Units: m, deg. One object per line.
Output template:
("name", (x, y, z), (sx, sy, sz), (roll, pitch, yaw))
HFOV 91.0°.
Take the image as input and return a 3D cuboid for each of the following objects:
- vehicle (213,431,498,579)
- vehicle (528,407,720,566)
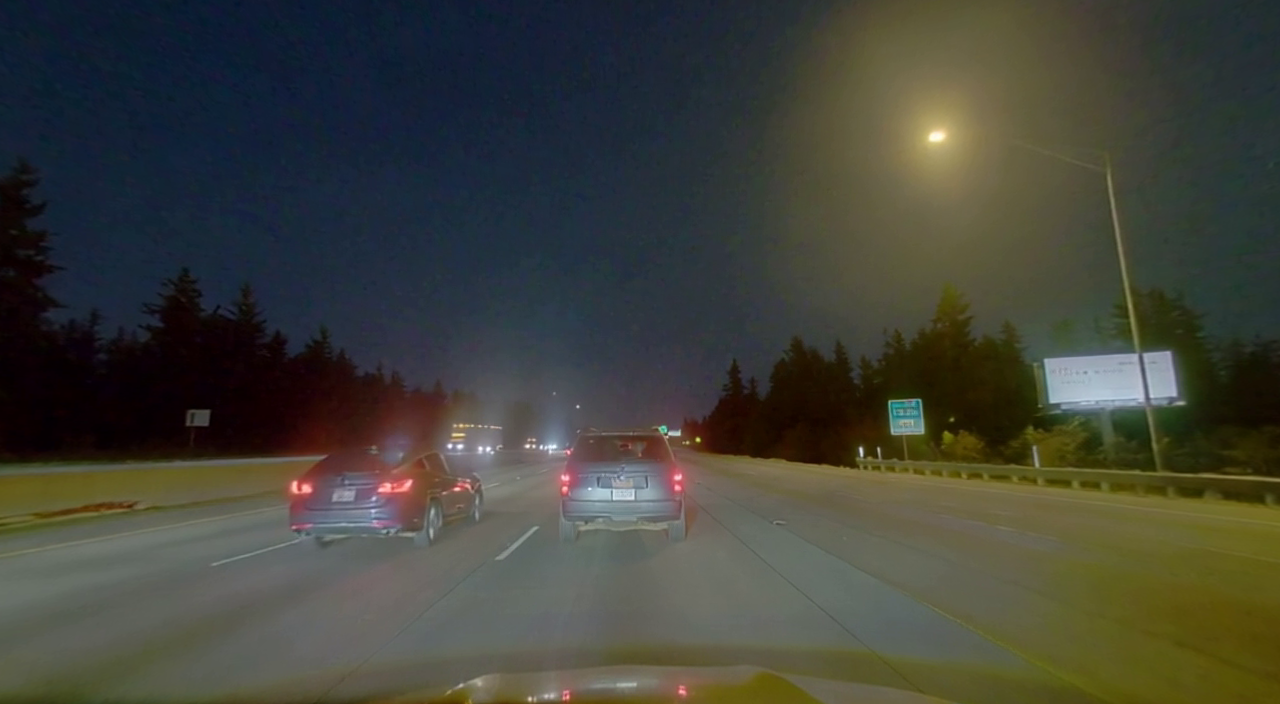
("vehicle", (-3.483, 1.938, 8.868), (1.889, 1.522, 4.465), (0, -9, 1))
("vehicle", (-0.223, 1.852, 9.462), (2.127, 1.749, 4.776), (0, -9, -1))
